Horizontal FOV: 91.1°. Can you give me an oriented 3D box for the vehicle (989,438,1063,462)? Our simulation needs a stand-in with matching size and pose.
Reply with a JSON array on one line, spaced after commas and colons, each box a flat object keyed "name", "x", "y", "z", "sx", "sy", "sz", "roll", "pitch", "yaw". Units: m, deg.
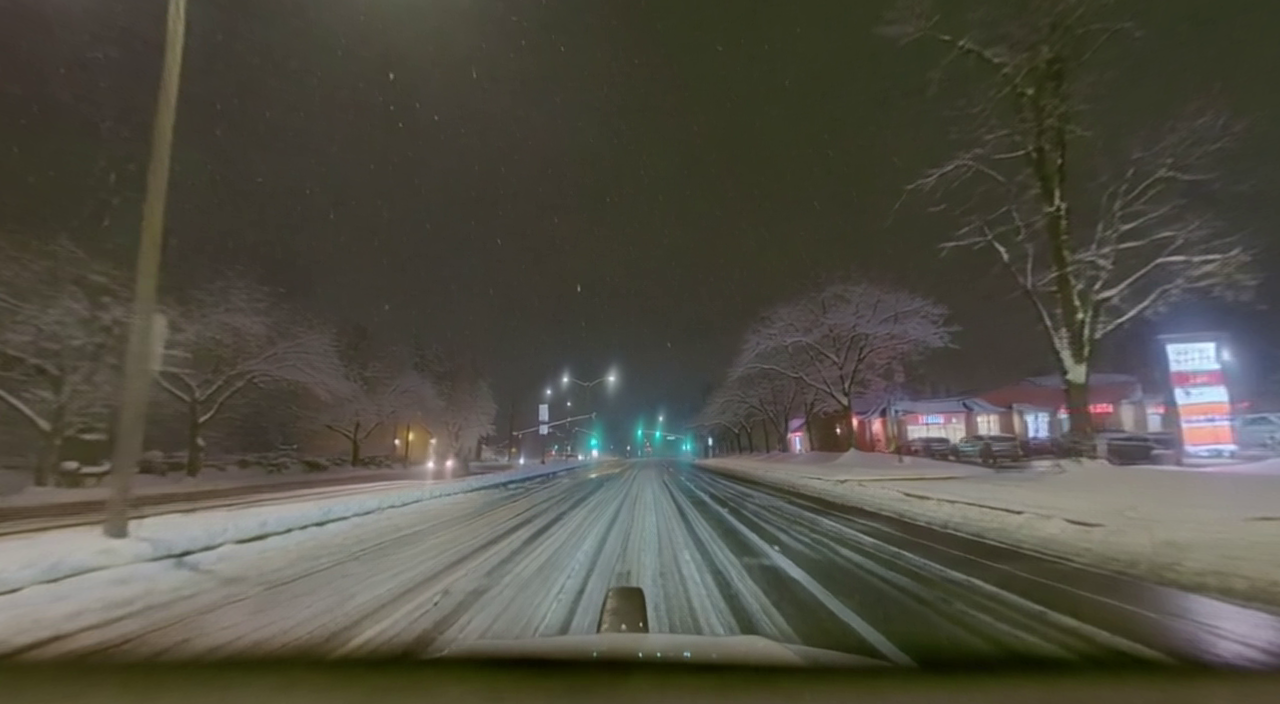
[{"name": "vehicle", "x": 29.873, "y": 7.589, "z": 48.685, "sx": 4.342, "sy": 1.641, "sz": 1.975, "roll": -3, "pitch": -8, "yaw": -1}]

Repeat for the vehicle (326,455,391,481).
[{"name": "vehicle", "x": -18.989, "y": 7.813, "z": 42.582, "sx": 2.040, "sy": 1.609, "sz": 4.872, "roll": 0, "pitch": -9, "yaw": 1}]

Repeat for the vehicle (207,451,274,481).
[{"name": "vehicle", "x": -31.233, "y": 8.894, "z": 49.247, "sx": 2.160, "sy": 2.118, "sz": 4.989, "roll": 0, "pitch": -9, "yaw": -3}]

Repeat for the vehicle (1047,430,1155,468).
[{"name": "vehicle", "x": 27.001, "y": 5.691, "z": 36.884, "sx": 4.569, "sy": 1.929, "sz": 2.084, "roll": -2, "pitch": -10, "yaw": -3}]

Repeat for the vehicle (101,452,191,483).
[{"name": "vehicle", "x": -36.294, "y": 8.444, "z": 46.342, "sx": 2.219, "sy": 2.066, "sz": 5.369, "roll": 0, "pitch": -9, "yaw": 1}]

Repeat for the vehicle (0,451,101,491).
[{"name": "vehicle", "x": -35.932, "y": 6.999, "z": 37.413, "sx": 2.471, "sy": 2.129, "sz": 5.492, "roll": -1, "pitch": -9, "yaw": 3}]

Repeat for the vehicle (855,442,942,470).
[{"name": "vehicle", "x": 17.073, "y": 6.867, "z": 41.561, "sx": 4.720, "sy": 1.769, "sz": 2.229, "roll": 0, "pitch": -10, "yaw": -4}]
